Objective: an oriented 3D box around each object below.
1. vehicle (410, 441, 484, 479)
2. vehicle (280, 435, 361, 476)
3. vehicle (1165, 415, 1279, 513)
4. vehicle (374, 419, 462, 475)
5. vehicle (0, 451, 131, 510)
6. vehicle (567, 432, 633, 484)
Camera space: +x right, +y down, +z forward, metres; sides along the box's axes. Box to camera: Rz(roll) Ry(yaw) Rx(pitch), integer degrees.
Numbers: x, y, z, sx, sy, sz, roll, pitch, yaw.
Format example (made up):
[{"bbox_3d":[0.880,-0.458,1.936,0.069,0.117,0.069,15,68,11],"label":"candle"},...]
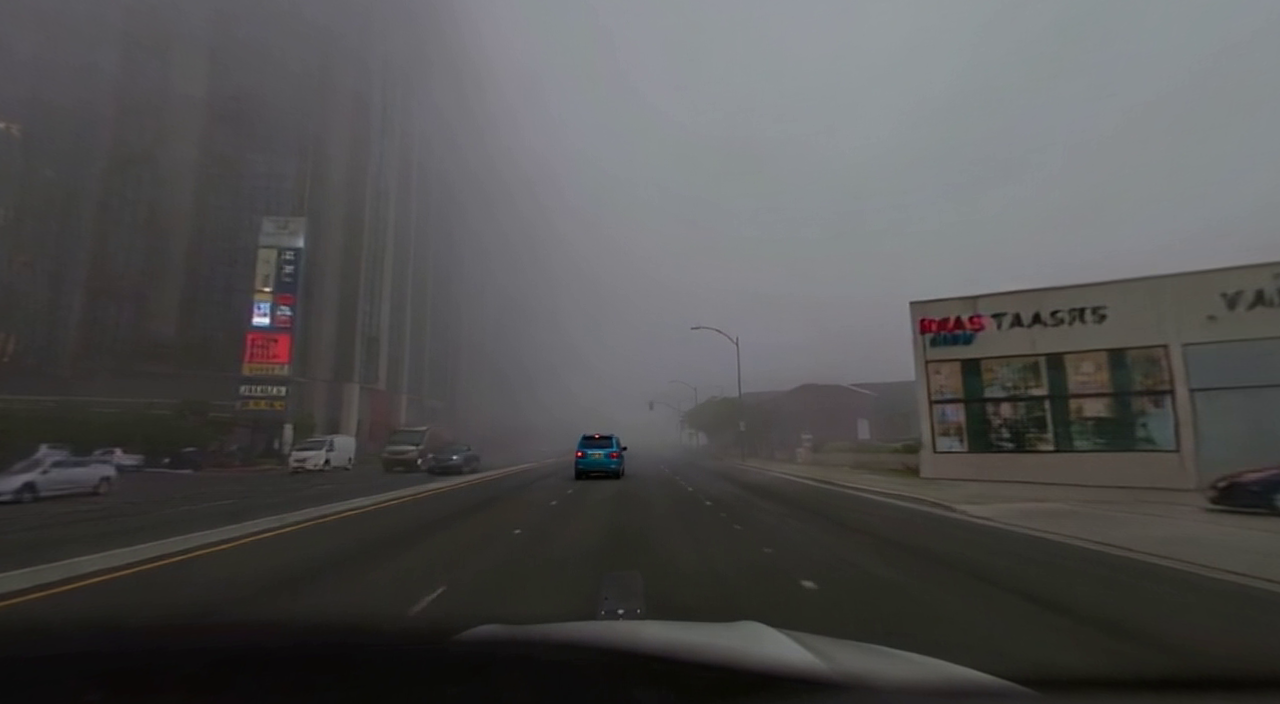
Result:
[{"bbox_3d":[-8.222,4.606,27.208,1.899,1.495,4.093,0,-9,0],"label":"vehicle"},{"bbox_3d":[-17.997,5.864,35.792,2.112,2.138,4.888,0,-9,-2],"label":"vehicle"},{"bbox_3d":[14.792,2.266,12.663,2.589,1.989,5.779,4,-9,-26],"label":"vehicle"},{"bbox_3d":[-11.640,5.060,33.636,2.556,2.673,5.915,0,-8,0],"label":"vehicle"},{"bbox_3d":[-17.792,3.696,18.610,1.840,1.508,4.376,0,-9,-1],"label":"vehicle"},{"bbox_3d":[-1.356,3.838,22.997,2.080,1.722,3.766,0,-8,1],"label":"vehicle"}]
